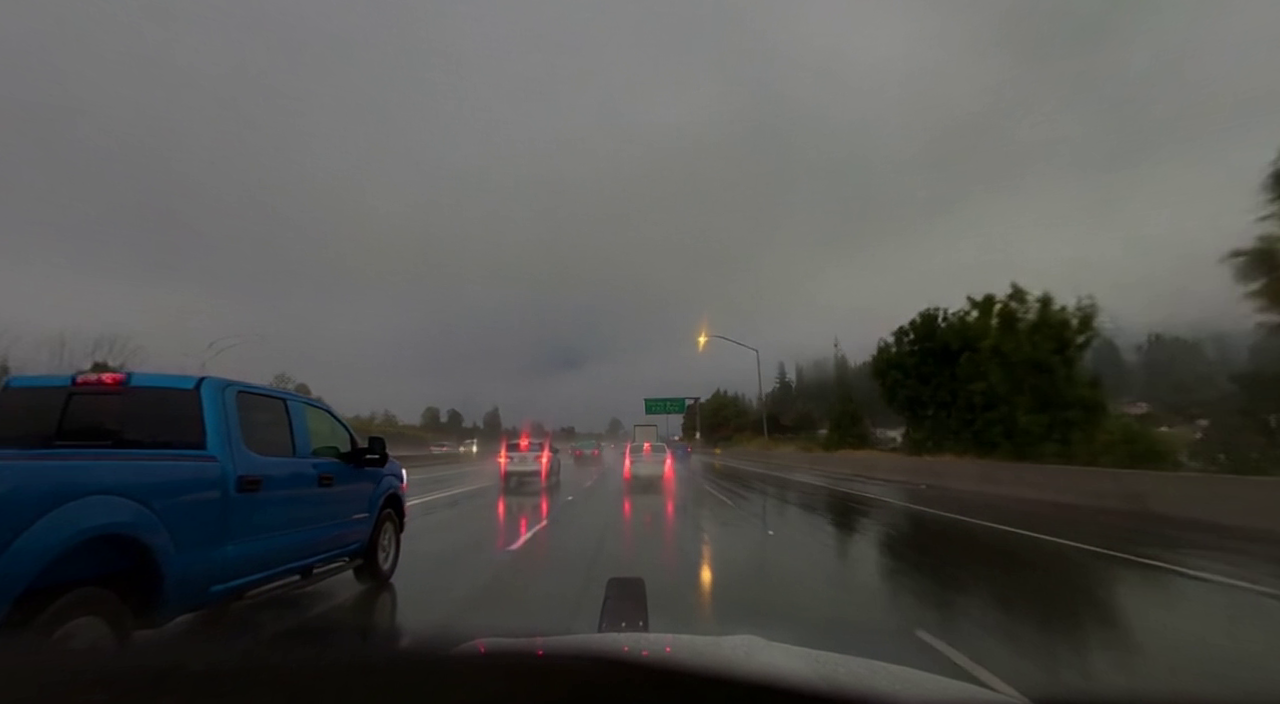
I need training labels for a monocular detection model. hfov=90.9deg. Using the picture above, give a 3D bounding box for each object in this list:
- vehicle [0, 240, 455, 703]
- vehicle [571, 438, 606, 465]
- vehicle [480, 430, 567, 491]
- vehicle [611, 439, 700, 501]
[{"bbox_3d":[-3.390,0.959,4.422,2.269,2.060,5.933,0,-8,1],"label":"vehicle"},{"bbox_3d":[-3.306,6.508,41.465,1.897,1.646,4.049,0,-8,1],"label":"vehicle"},{"bbox_3d":[-3.570,3.398,20.123,1.903,1.721,4.210,0,-8,1],"label":"vehicle"},{"bbox_3d":[0.372,3.047,16.740,2.054,1.421,4.090,0,-8,0],"label":"vehicle"}]
